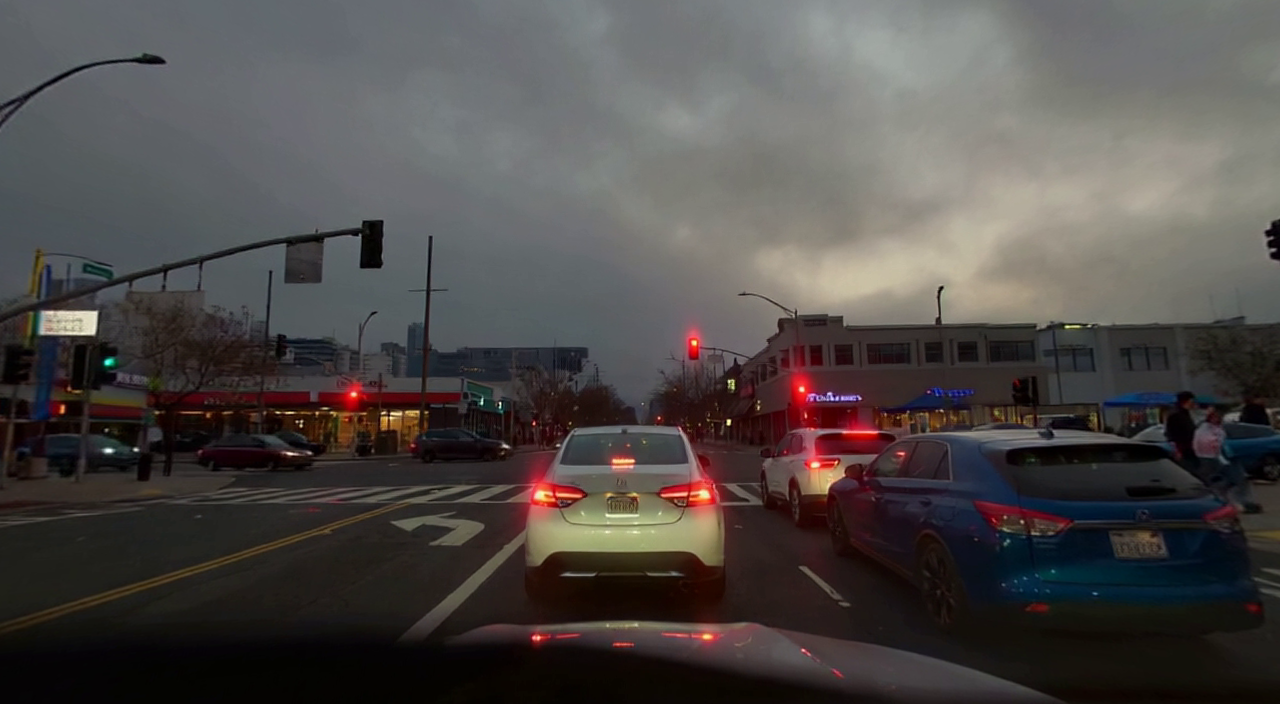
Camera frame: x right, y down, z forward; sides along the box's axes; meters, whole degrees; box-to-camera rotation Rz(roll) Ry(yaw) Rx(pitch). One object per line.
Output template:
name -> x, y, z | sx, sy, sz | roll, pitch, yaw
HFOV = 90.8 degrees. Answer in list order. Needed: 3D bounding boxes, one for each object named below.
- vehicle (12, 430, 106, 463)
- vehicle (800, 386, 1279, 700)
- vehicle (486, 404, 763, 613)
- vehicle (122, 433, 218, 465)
vehicle -> -30.821, 5.026, 33.520 | 4.164, 1.652, 2.087 | -4, -9, 25
vehicle -> 3.048, 1.330, 5.617 | 1.983, 1.654, 4.354 | 0, -8, -2
vehicle -> -0.124, 1.552, 7.285 | 2.123, 1.589, 4.702 | 0, -8, 0
vehicle -> -25.269, 5.212, 33.960 | 4.253, 1.570, 2.132 | -4, -9, 22
